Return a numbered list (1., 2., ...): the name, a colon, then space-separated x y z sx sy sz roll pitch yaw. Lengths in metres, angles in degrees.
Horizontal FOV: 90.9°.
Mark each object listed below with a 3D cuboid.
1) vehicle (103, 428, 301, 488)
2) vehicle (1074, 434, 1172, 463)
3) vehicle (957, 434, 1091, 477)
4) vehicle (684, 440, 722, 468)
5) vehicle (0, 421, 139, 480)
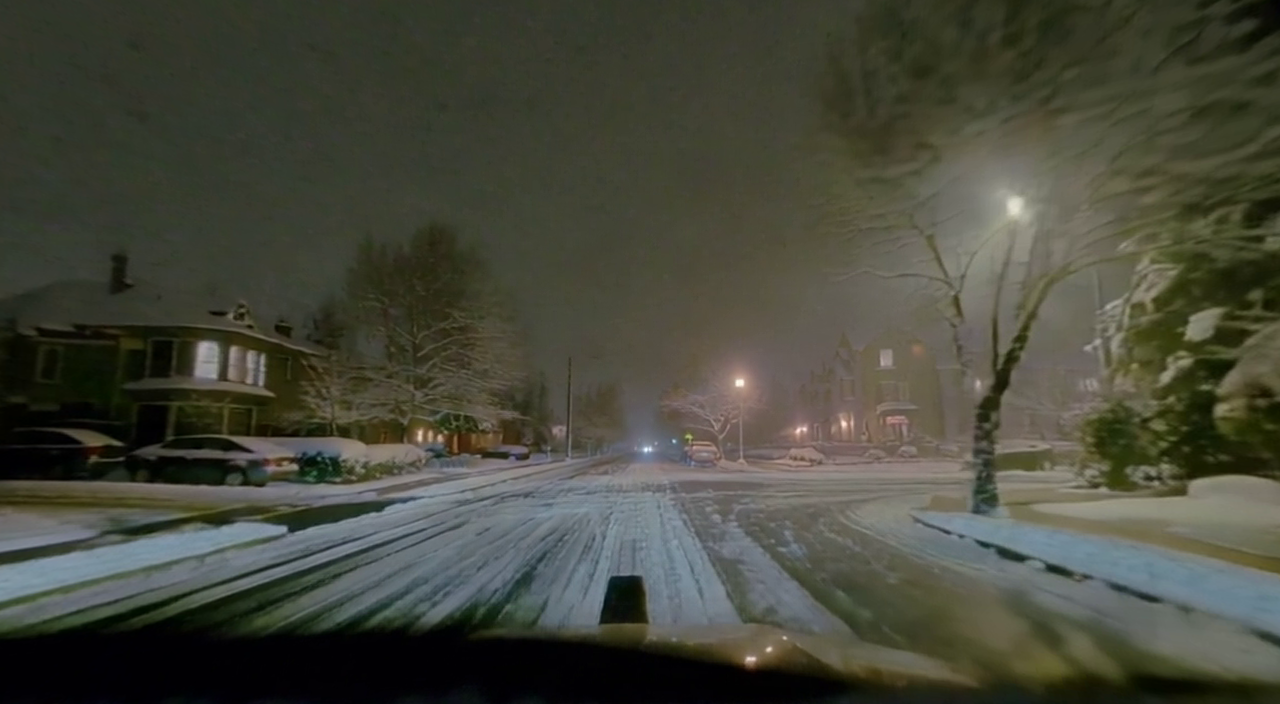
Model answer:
1. vehicle: -13.198 3.213 19.232 4.543 1.691 1.957 0 -8 0
2. vehicle: 27.868 5.586 36.619 2.009 1.538 4.676 0 -8 0
3. vehicle: 17.648 4.786 29.197 4.681 1.810 2.249 -2 -8 5
4. vehicle: 4.193 6.855 42.638 2.046 1.760 4.570 0 -8 -1
5. vehicle: -18.488 3.000 19.309 4.530 1.678 1.994 0 -8 2
